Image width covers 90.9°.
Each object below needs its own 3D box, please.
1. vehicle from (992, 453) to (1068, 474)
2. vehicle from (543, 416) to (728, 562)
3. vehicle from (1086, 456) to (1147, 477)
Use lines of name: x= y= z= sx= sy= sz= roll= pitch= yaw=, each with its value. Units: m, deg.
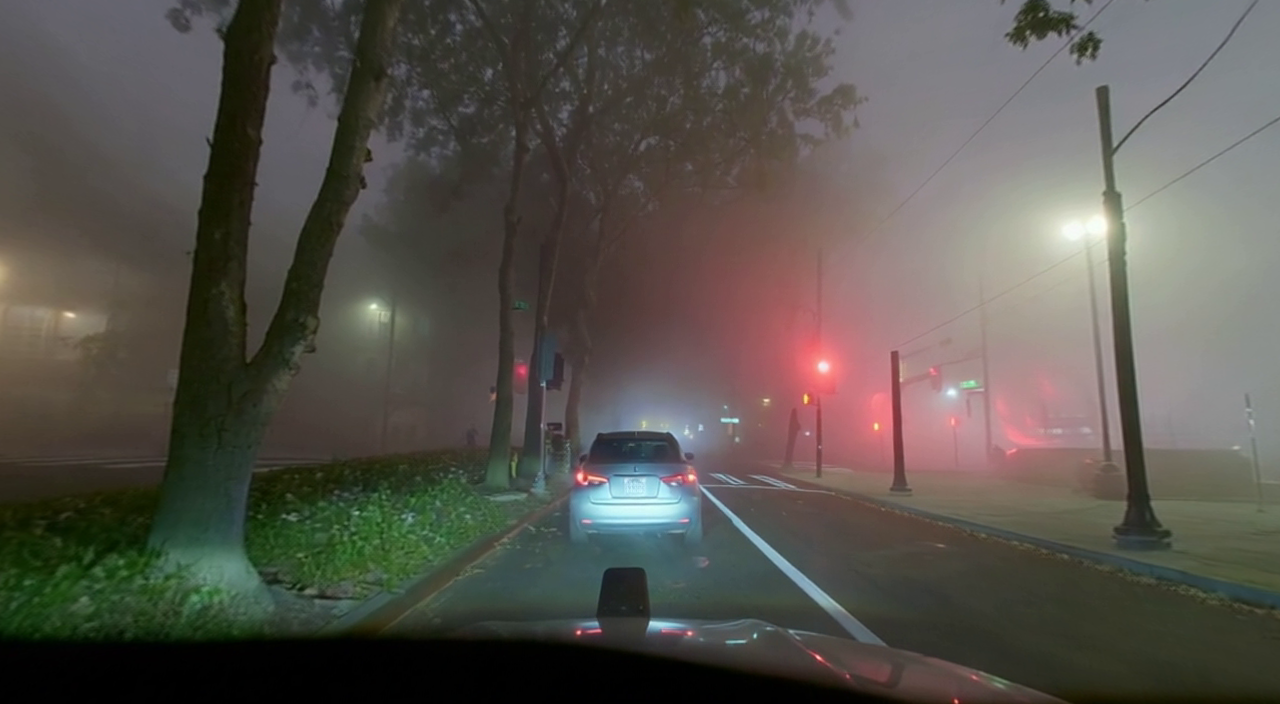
vehicle: x=29.772 y=8.493 z=48.159 sx=4.668 sy=1.441 sz=1.904 roll=1 pitch=-9 yaw=-6
vehicle: x=-0.082 y=1.834 z=9.110 sx=2.079 sy=1.621 sz=3.861 roll=0 pitch=-8 yaw=-1
vehicle: x=36.489 y=8.750 z=48.278 sx=3.445 sy=1.363 sz=1.608 roll=3 pitch=-7 yaw=-1
